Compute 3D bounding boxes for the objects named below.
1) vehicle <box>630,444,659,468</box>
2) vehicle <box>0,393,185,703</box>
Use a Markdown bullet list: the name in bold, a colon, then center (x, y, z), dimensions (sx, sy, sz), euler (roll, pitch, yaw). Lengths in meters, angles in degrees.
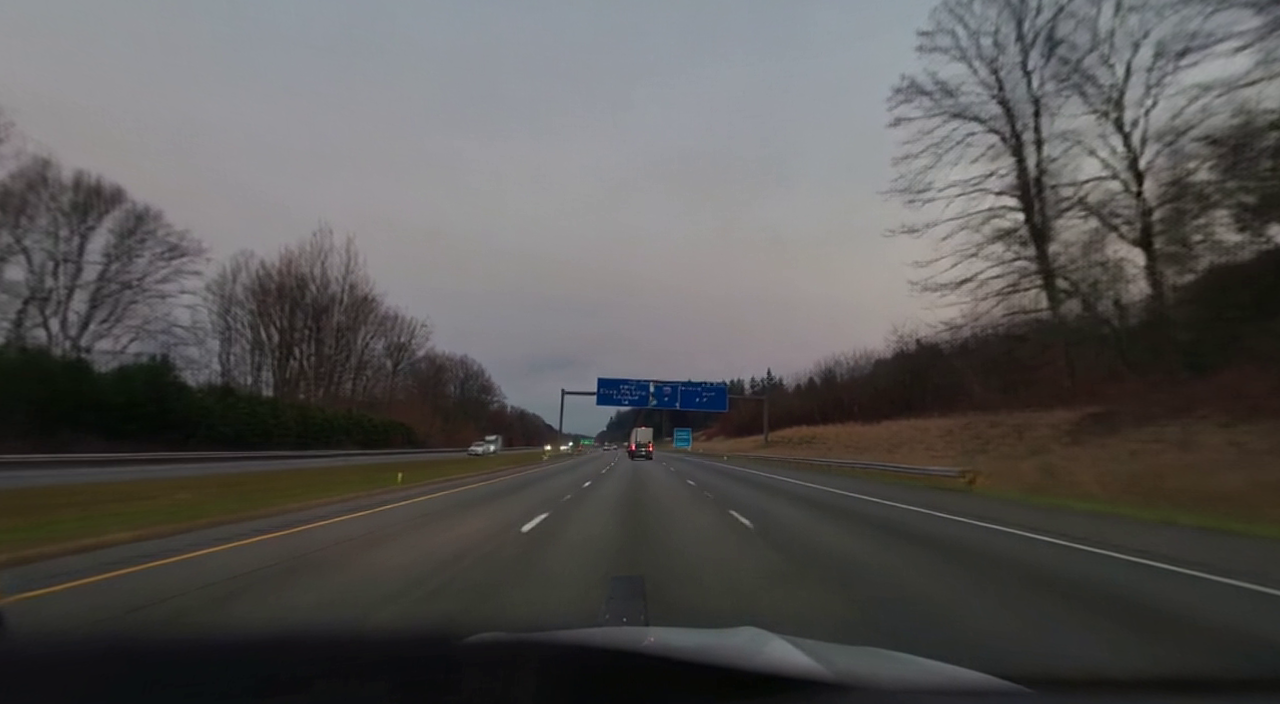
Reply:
- **vehicle**: center (0.273, 6.888, 41.830), dimensions (1.859, 1.478, 3.799), euler (0, -9, 0)
- **vehicle**: center (-3.553, 0.725, 1.161), dimensions (2.012, 1.500, 4.452), euler (0, -8, 1)
